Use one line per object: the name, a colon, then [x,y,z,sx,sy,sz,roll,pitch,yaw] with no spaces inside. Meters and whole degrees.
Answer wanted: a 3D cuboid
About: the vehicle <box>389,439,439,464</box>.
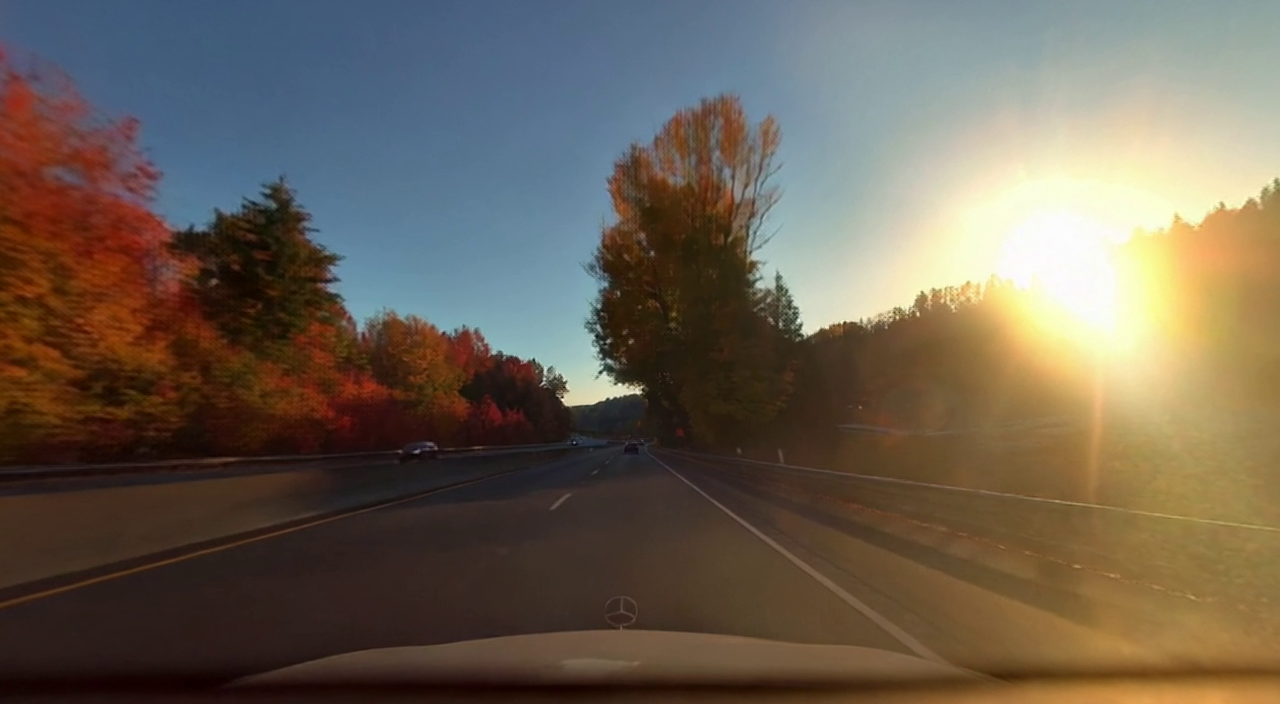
vehicle: [-15.182,6.697,42.340,1.880,1.557,4.116,-1,-9,0]
